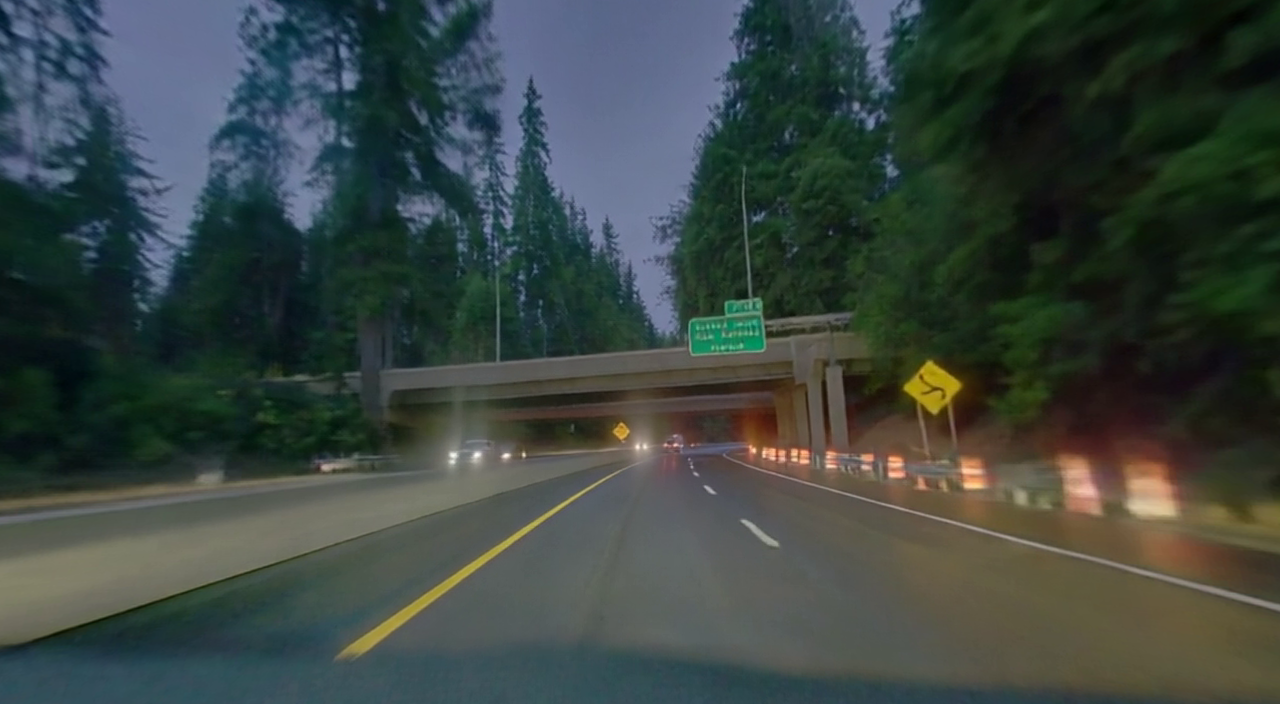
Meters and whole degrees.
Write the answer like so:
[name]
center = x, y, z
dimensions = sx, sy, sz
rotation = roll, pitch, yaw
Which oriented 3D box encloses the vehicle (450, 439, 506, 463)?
[vehicle]
center = -12.288, 7.511, 48.205
dimensions = 2.324, 1.720, 5.521
rotation = -1, -8, 6
